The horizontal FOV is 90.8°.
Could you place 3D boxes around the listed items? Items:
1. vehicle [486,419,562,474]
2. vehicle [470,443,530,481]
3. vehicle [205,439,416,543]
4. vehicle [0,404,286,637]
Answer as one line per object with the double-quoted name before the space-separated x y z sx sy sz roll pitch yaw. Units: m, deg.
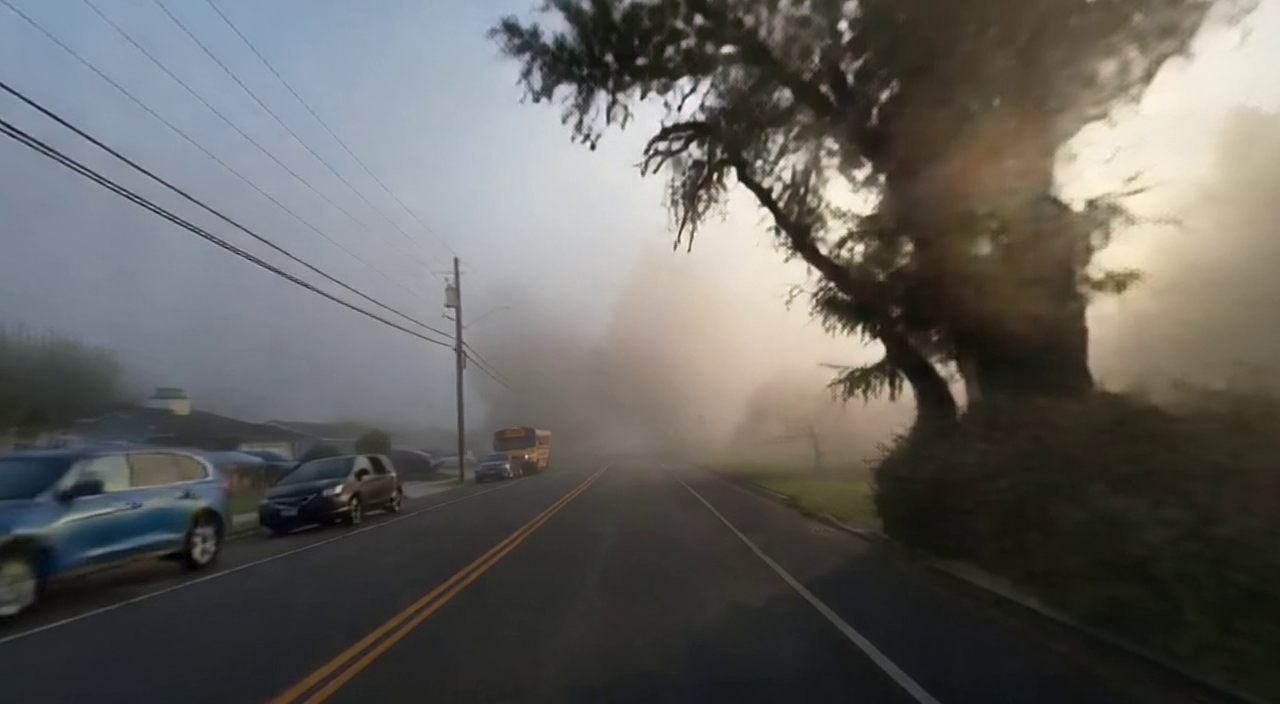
"vehicle" -6.637 5.570 37.295 2.835 2.876 7.091 -1 -8 2
"vehicle" -6.769 5.338 30.996 2.023 1.721 4.418 0 -9 -2
"vehicle" -6.629 2.794 13.479 2.002 1.790 4.624 0 -9 0
"vehicle" -6.581 1.764 7.015 2.284 1.939 5.502 -5 -9 -1
